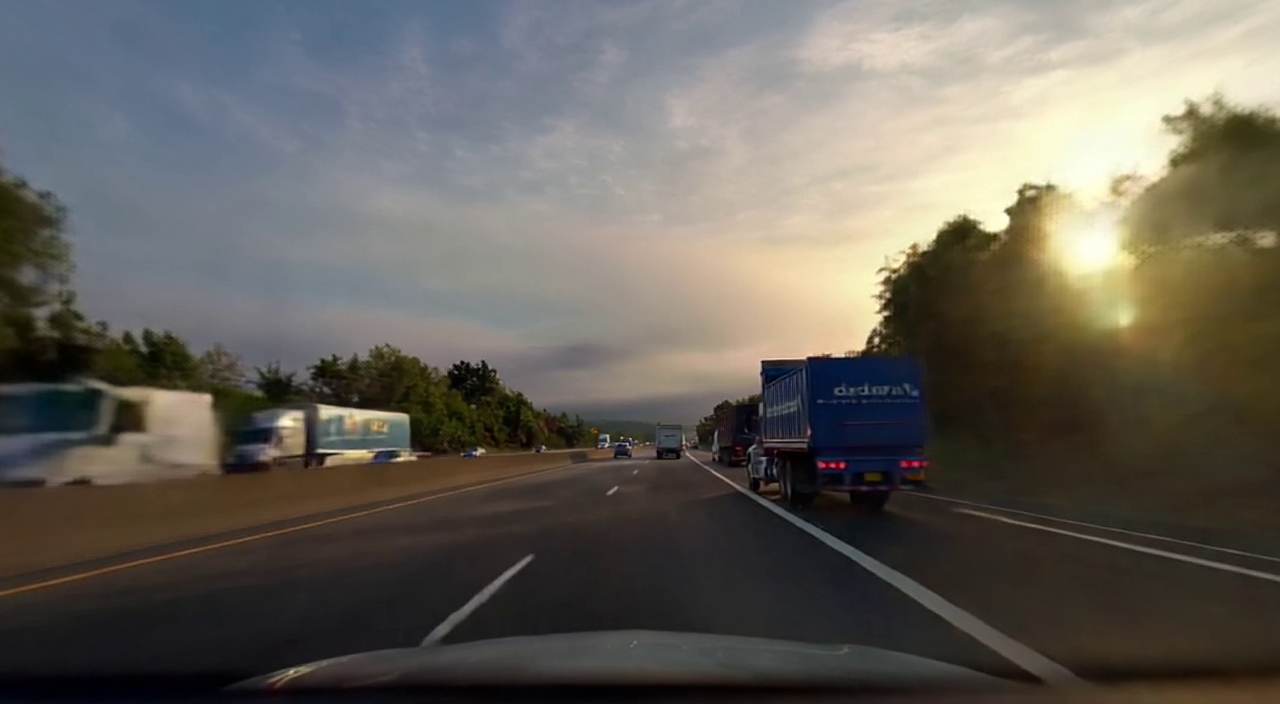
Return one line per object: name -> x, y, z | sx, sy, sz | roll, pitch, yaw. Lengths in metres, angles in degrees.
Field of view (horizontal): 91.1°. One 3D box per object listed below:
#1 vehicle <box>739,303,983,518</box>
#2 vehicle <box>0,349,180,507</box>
vehicle -> 4.732, 1.678, 16.346 | 2.920, 3.860, 10.035 | 0, -8, 2
vehicle -> -15.893, 1.995, 16.219 | 3.037, 3.540, 6.335 | 0, -8, 1
